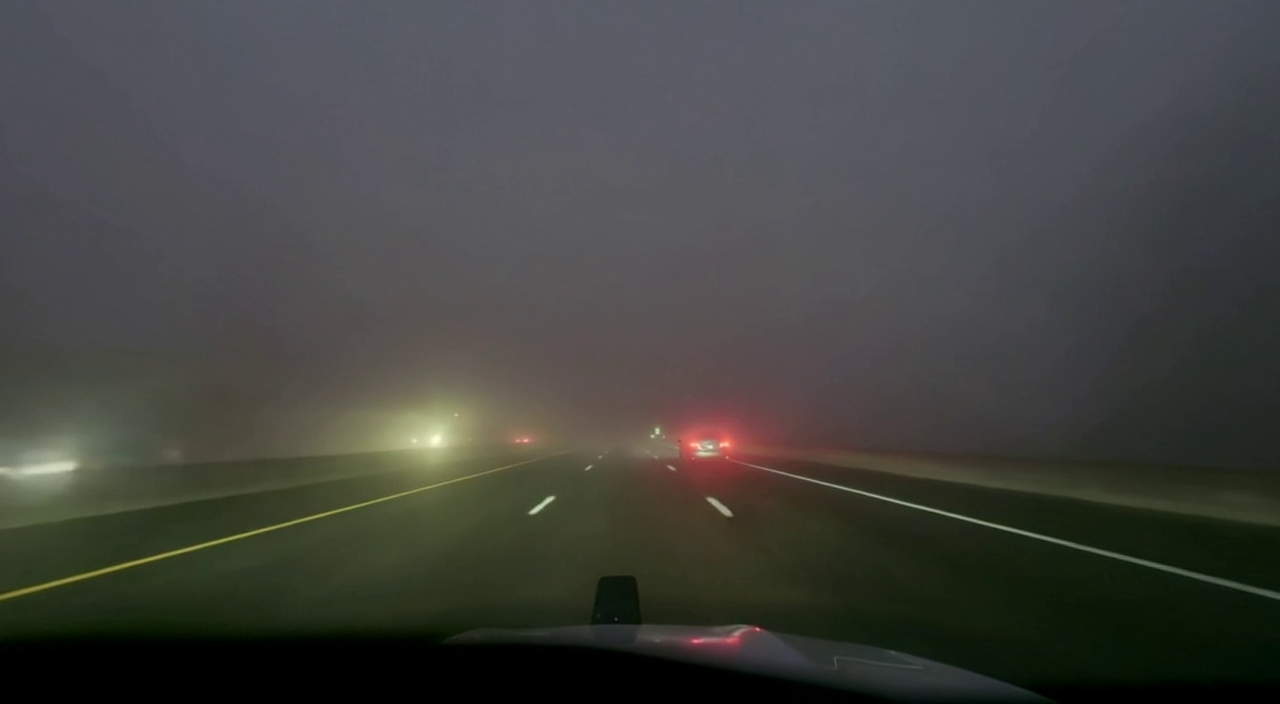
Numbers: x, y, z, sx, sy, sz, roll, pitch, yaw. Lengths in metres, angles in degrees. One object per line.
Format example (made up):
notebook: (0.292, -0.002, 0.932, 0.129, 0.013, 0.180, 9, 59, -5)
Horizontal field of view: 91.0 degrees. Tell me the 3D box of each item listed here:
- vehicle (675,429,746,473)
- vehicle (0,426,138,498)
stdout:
vehicle: (2.835, 4.109, 26.364, 2.349, 1.651, 4.161, 0, -8, -2)
vehicle: (-16.464, 2.951, 17.231, 2.070, 1.716, 4.121, 0, -8, -1)
